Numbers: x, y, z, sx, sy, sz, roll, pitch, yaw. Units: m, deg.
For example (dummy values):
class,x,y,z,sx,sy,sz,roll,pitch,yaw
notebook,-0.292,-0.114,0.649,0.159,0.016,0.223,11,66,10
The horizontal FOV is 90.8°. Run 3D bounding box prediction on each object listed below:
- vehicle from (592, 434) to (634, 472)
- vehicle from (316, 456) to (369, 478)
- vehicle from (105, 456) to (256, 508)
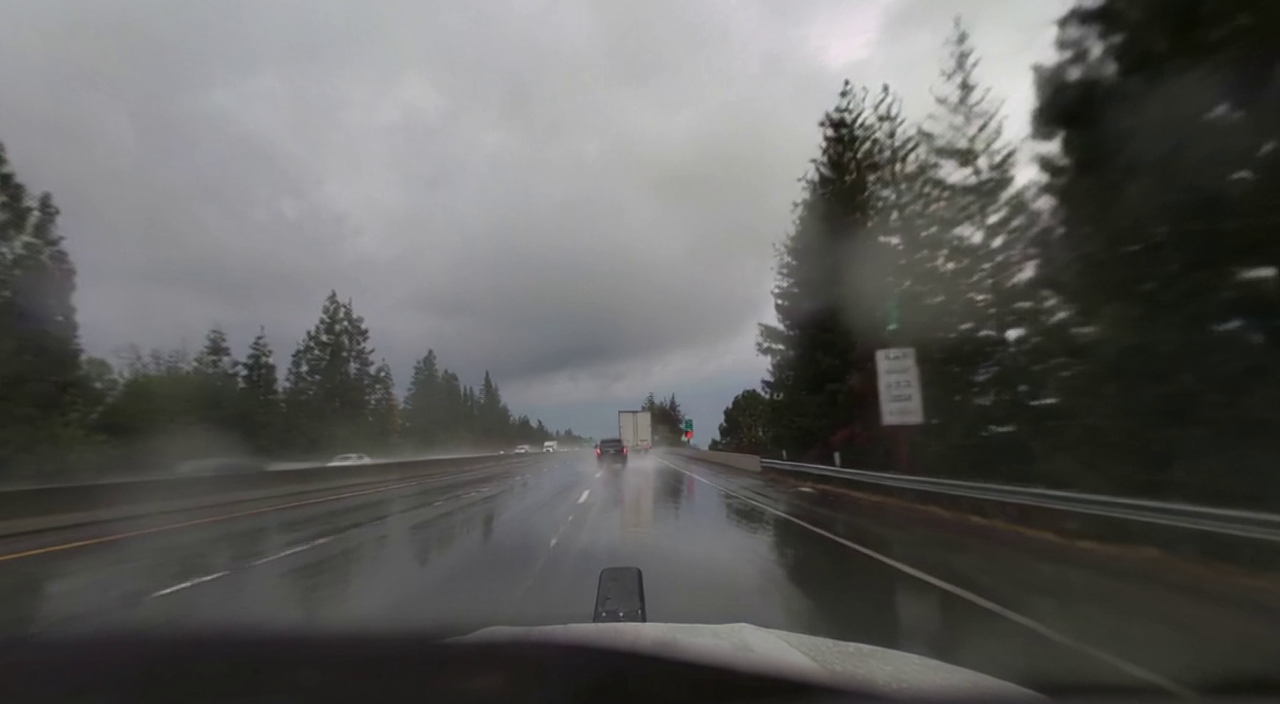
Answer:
class,x,y,z,sx,sy,sz,roll,pitch,yaw
vehicle,-1.553,5.584,35.048,2.139,1.925,4.312,0,-9,-5
vehicle,-21.097,8.125,44.913,1.792,1.424,4.233,0,-9,-2
vehicle,-13.903,3.922,19.408,1.849,1.349,3.837,0,-9,-2
